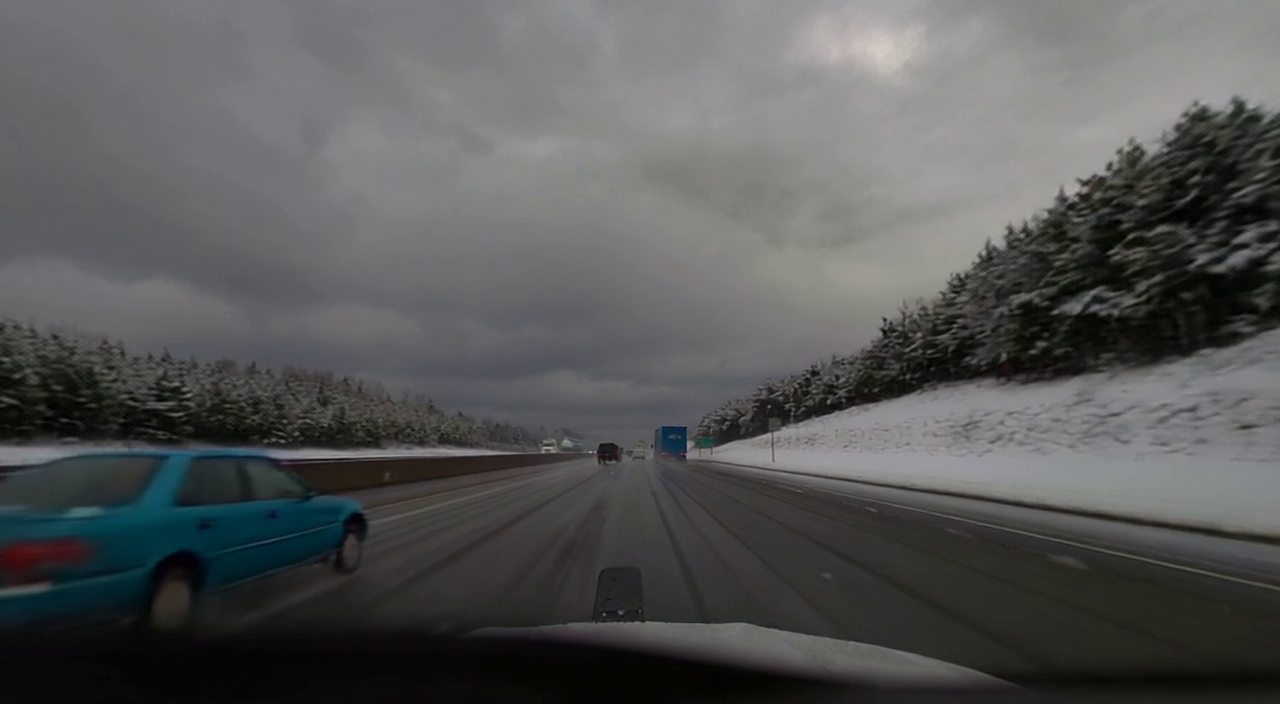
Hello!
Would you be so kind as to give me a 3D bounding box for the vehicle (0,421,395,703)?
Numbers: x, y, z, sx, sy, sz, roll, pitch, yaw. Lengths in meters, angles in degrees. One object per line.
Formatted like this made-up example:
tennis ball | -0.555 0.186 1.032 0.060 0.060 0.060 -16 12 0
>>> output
vehicle | -3.662 1.372 4.782 2.013 1.498 3.908 -1 -9 0
